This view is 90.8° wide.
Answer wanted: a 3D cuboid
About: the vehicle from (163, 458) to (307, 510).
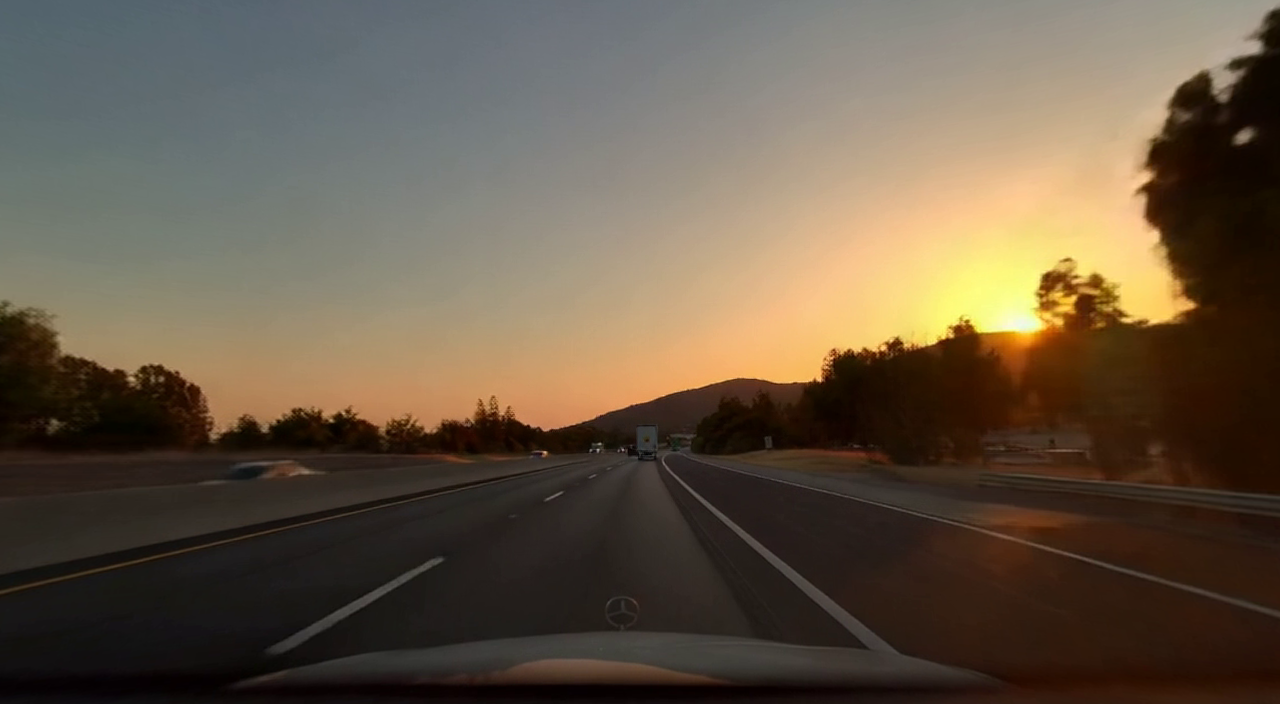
[{"bbox_3d":[-13.866,4.501,22.008,1.938,1.545,4.630,0,-9,0],"label":"vehicle"}]
